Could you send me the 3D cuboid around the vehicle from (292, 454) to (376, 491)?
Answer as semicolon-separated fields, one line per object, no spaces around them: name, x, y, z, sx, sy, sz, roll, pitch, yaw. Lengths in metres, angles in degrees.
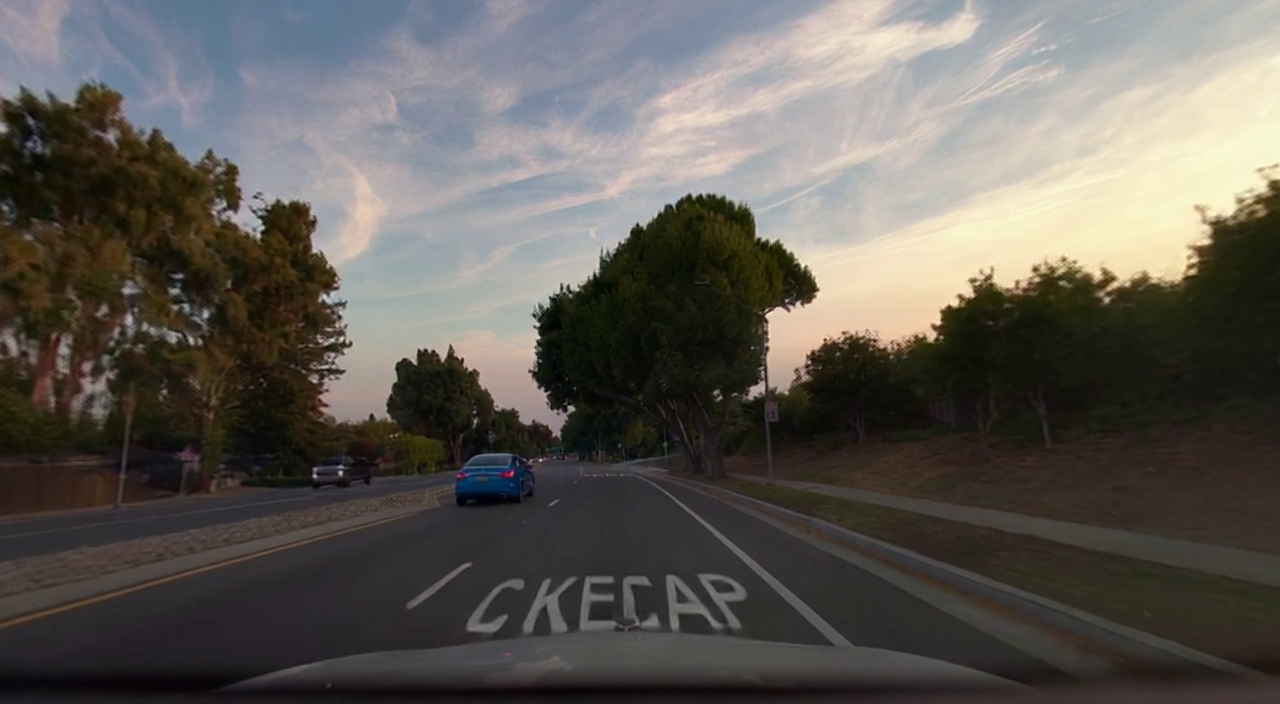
vehicle;-19.178;7.520;40.069;2.544;2.065;6.253;0;-9;-4

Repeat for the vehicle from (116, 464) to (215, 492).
vehicle;-30.733;8.205;41.073;4.582;1.683;1.974;3;-10;-12

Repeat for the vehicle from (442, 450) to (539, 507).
vehicle;-4.415;3.796;19.412;1.980;1.508;4.502;0;-9;-2
